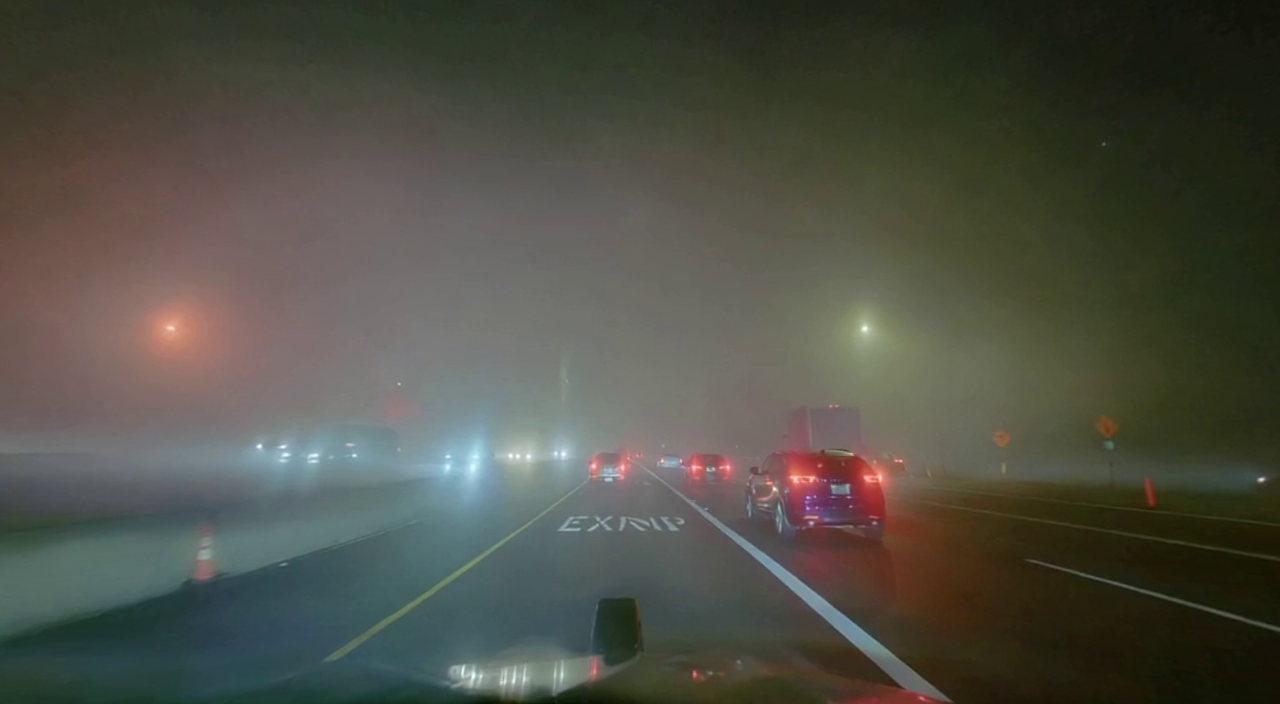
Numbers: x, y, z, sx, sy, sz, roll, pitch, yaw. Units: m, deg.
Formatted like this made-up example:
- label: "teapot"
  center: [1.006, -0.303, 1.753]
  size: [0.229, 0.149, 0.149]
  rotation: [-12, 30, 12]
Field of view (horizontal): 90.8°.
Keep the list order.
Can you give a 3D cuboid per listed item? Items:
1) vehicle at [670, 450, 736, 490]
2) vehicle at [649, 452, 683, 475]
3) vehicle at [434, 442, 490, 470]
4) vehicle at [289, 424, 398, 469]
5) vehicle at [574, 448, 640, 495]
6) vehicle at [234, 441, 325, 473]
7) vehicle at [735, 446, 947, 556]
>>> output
- label: "vehicle"
  center: [2.450, 4.720, 25.700]
  size: [2.042, 1.460, 4.451]
  rotation: [0, -9, -3]
- label: "vehicle"
  center: [1.719, 7.574, 43.124]
  size: [1.916, 1.487, 4.117]
  rotation: [0, -9, -3]
- label: "vehicle"
  center: [-10.634, 6.229, 38.106]
  size: [1.997, 1.562, 4.754]
  rotation: [0, -9, -1]
- label: "vehicle"
  center: [-14.054, 4.586, 30.499]
  size: [2.414, 1.943, 6.030]
  rotation: [0, -9, -1]
- label: "vehicle"
  center: [-1.100, 4.058, 21.843]
  size: [2.069, 1.470, 4.004]
  rotation: [0, -9, -2]
- label: "vehicle"
  center: [-17.943, 5.256, 31.744]
  size: [1.981, 1.464, 4.620]
  rotation: [0, -9, -2]
- label: "vehicle"
  center: [3.038, 2.338, 10.705]
  size: [1.996, 1.455, 4.281]
  rotation: [0, -9, -3]
